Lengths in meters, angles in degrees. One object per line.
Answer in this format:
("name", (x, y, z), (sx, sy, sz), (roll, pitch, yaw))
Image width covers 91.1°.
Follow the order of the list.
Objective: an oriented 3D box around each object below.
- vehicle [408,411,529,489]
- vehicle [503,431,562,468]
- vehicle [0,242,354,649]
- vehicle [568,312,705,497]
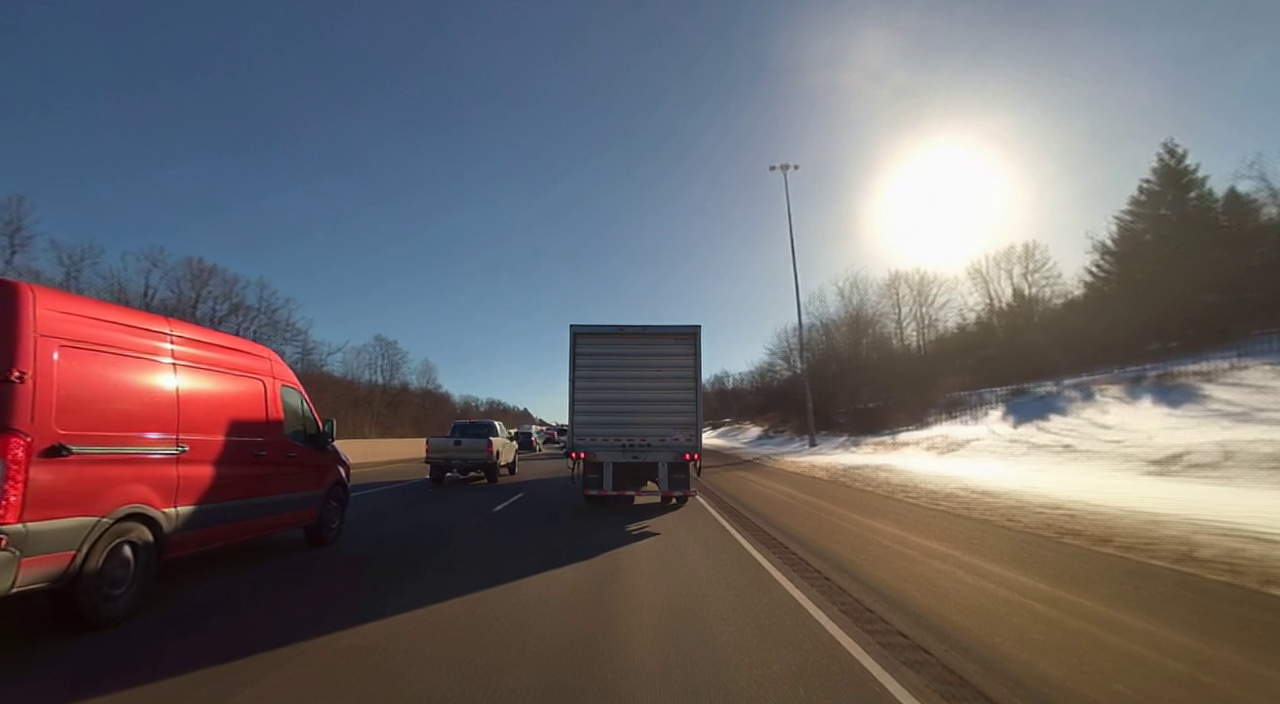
("vehicle", (-4.876, 2.860, 18.749), (2.168, 1.985, 4.952), (0, -8, 0))
("vehicle", (-4.847, 4.447, 28.964), (1.931, 1.539, 4.441), (0, -8, 0))
("vehicle", (-5.250, 0.862, 5.989), (2.478, 2.515, 5.438), (0, -8, 0))
("vehicle", (-0.143, 1.779, 18.768), (2.953, 4.041, 10.072), (0, -8, -1))
